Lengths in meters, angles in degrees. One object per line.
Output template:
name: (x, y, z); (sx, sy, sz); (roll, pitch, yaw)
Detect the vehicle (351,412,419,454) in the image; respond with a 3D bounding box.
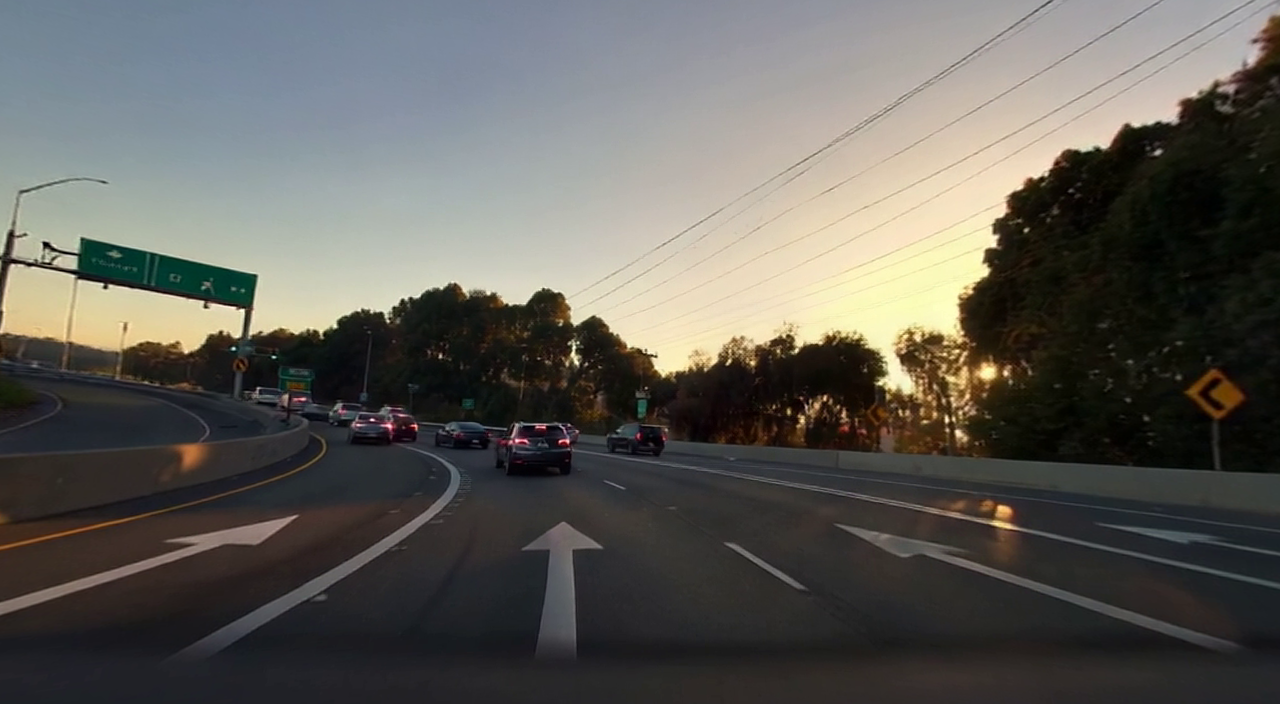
vehicle: (-10.105, 3.227, 24.763); (2.033, 1.501, 4.623); (4, -9, -26)

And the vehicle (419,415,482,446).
vehicle: (-9.832, 4.104, 32.435); (1.832, 1.473, 4.364); (6, -10, -33)

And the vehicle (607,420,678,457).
vehicle: (0.041, 4.701, 33.987); (2.079, 1.807, 4.682); (4, -9, -24)

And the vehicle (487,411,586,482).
vehicle: (-3.048, 2.657, 17.798); (2.140, 1.724, 4.304); (3, -9, -17)

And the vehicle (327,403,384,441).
vehicle: (-14.564, 3.644, 32.198); (2.076, 1.747, 4.285); (5, -10, -30)
